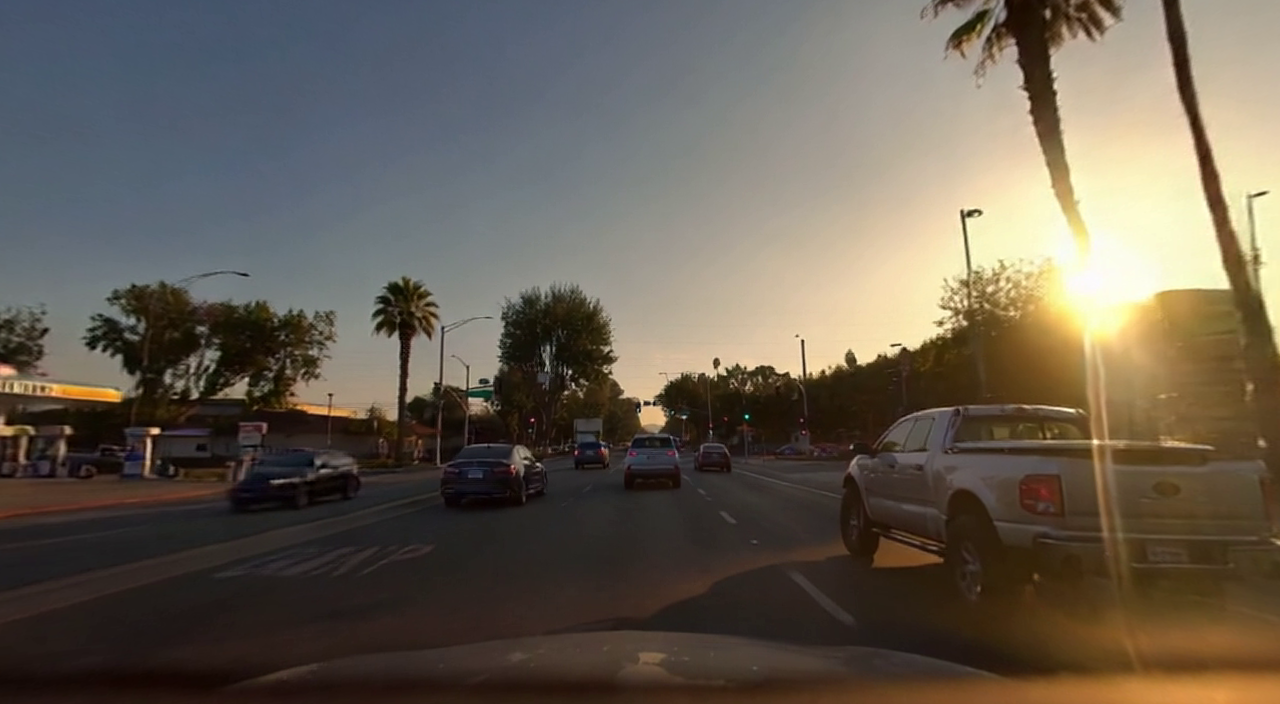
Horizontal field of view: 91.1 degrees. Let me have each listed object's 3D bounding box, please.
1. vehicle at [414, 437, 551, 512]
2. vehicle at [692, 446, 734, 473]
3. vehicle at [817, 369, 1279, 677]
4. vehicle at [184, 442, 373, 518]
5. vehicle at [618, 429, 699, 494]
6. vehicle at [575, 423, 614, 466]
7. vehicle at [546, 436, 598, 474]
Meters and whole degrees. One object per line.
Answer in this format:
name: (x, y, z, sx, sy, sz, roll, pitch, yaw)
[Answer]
vehicle: (-3.539, 2.845, 15.143, 1.983, 1.502, 4.720, 0, -8, 1)
vehicle: (4.124, 6.096, 35.941, 1.901, 1.401, 3.965, 0, -8, 0)
vehicle: (3.705, 1.407, 6.567, 2.120, 1.828, 5.531, 0, -8, 1)
vehicle: (-8.118, 2.860, 14.668, 1.921, 1.489, 4.250, 0, -8, -1)
vehicle: (0.525, 3.515, 20.647, 2.295, 1.835, 5.471, 0, -8, 0)
vehicle: (-3.209, 6.628, 45.062, 2.393, 2.865, 5.466, 0, -8, 0)
vehicle: (-3.485, 5.367, 32.912, 2.071, 1.811, 4.605, 0, -8, 2)
